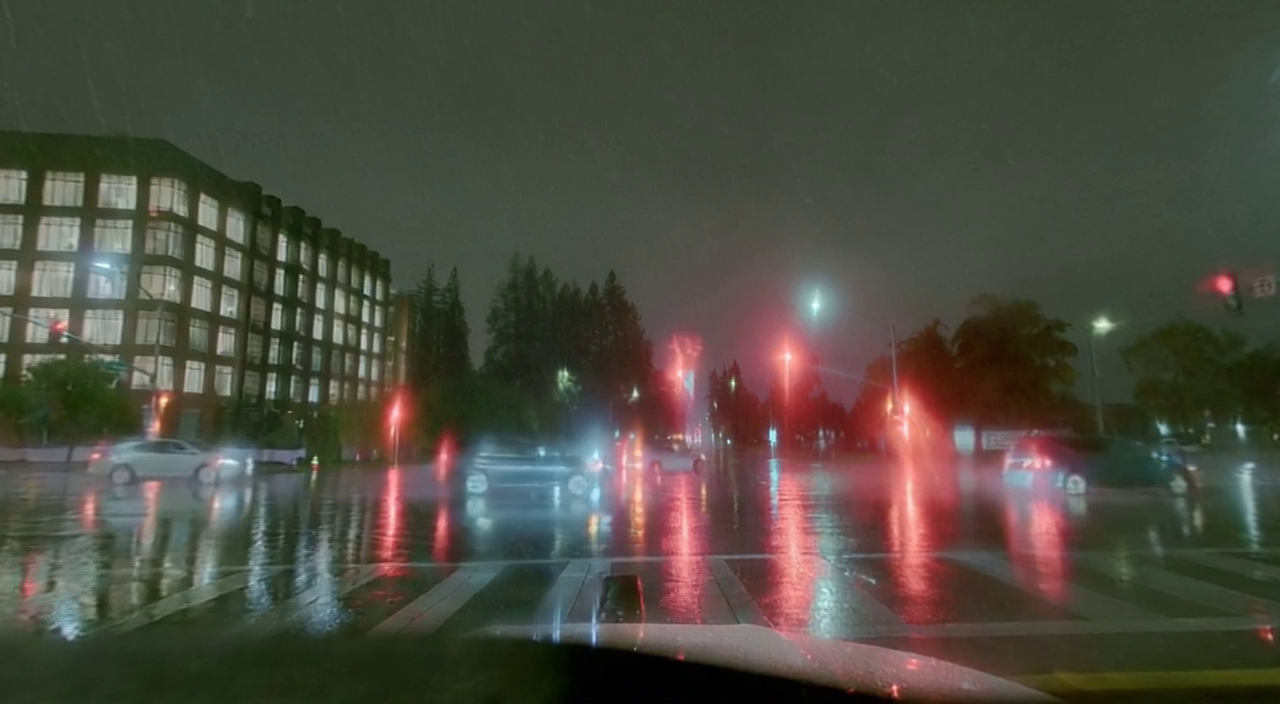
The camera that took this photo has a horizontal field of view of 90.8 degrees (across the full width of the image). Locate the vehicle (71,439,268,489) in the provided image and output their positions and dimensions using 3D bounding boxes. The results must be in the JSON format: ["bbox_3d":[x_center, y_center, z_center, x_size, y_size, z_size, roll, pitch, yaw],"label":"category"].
[{"bbox_3d":[-14.533,3.471,19.791,4.424,1.454,2.043,1,-8,-7],"label":"vehicle"}]

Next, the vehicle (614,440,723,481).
[{"bbox_3d":[1.265,4.517,26.572,4.397,1.569,1.955,7,-11,-39],"label":"vehicle"}]

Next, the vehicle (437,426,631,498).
[{"bbox_3d":[-2.805,2.991,17.424,4.923,1.800,2.153,1,-8,-6],"label":"vehicle"}]

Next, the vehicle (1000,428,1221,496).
[{"bbox_3d":[14.561,3.384,19.799,5.101,1.940,2.468,1,-8,-6],"label":"vehicle"}]
